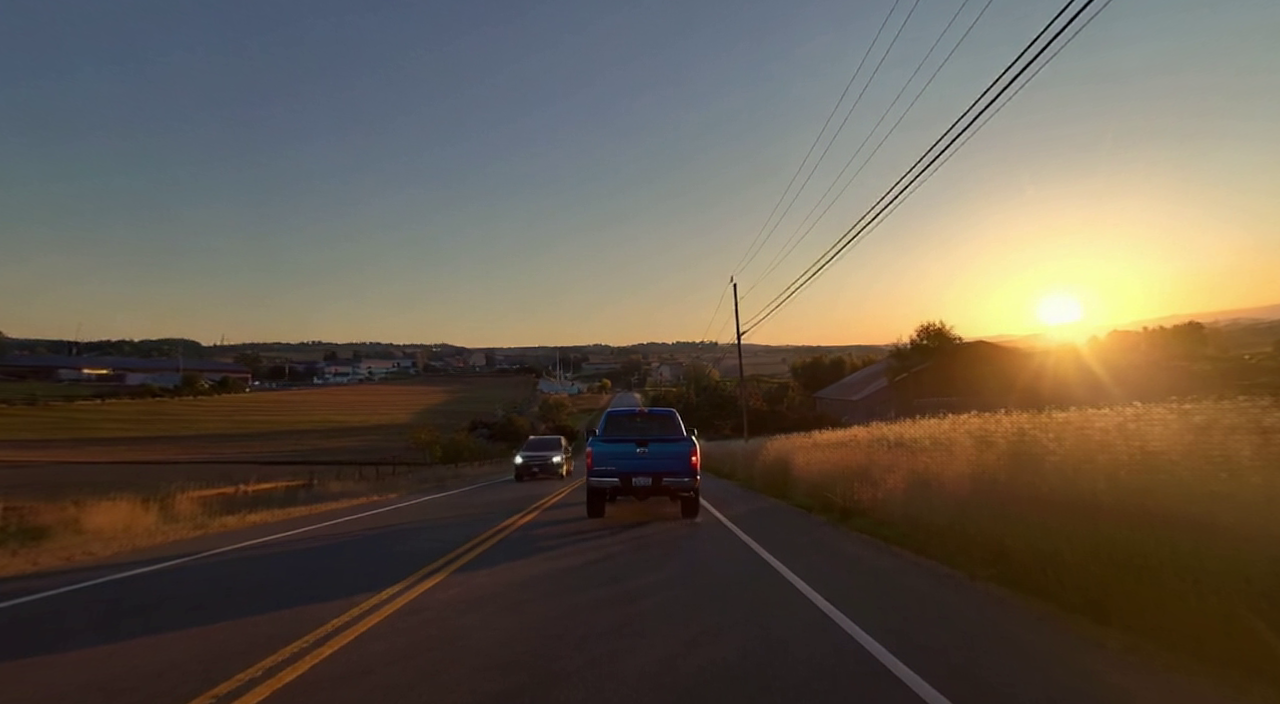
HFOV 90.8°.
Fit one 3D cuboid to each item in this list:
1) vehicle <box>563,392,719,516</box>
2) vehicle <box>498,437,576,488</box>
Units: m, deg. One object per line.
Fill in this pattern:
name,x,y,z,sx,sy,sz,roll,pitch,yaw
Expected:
vehicle,-0.045,2.448,15.572,2.912,2.320,7.292,0,-8,-1
vehicle,-3.824,4.195,24.375,2.122,1.729,4.783,0,-8,1
